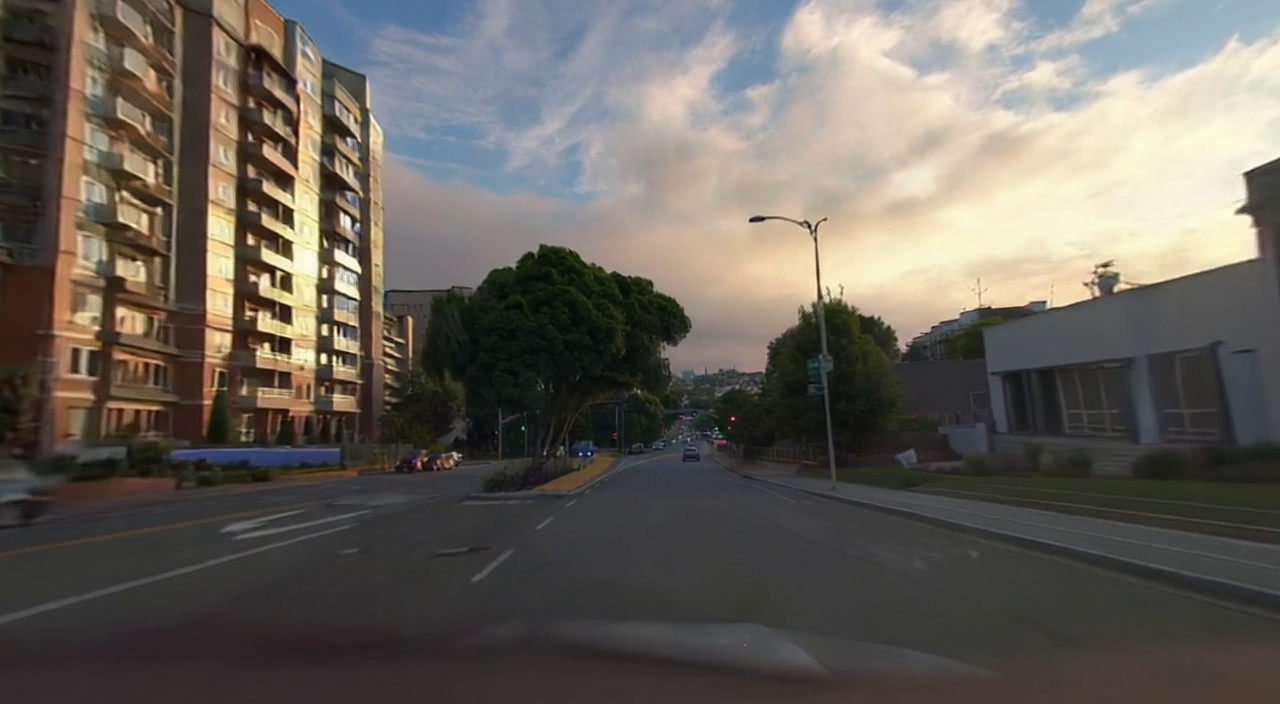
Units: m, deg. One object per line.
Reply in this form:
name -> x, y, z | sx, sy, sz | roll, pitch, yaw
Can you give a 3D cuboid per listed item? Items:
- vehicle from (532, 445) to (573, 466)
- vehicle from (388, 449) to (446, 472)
vehicle -> -6.727, 8.049, 49.071 | 2.017, 1.473, 4.379 | -2, -9, 9
vehicle -> -15.216, 7.419, 43.275 | 1.878, 1.506, 4.693 | -2, -9, 6
